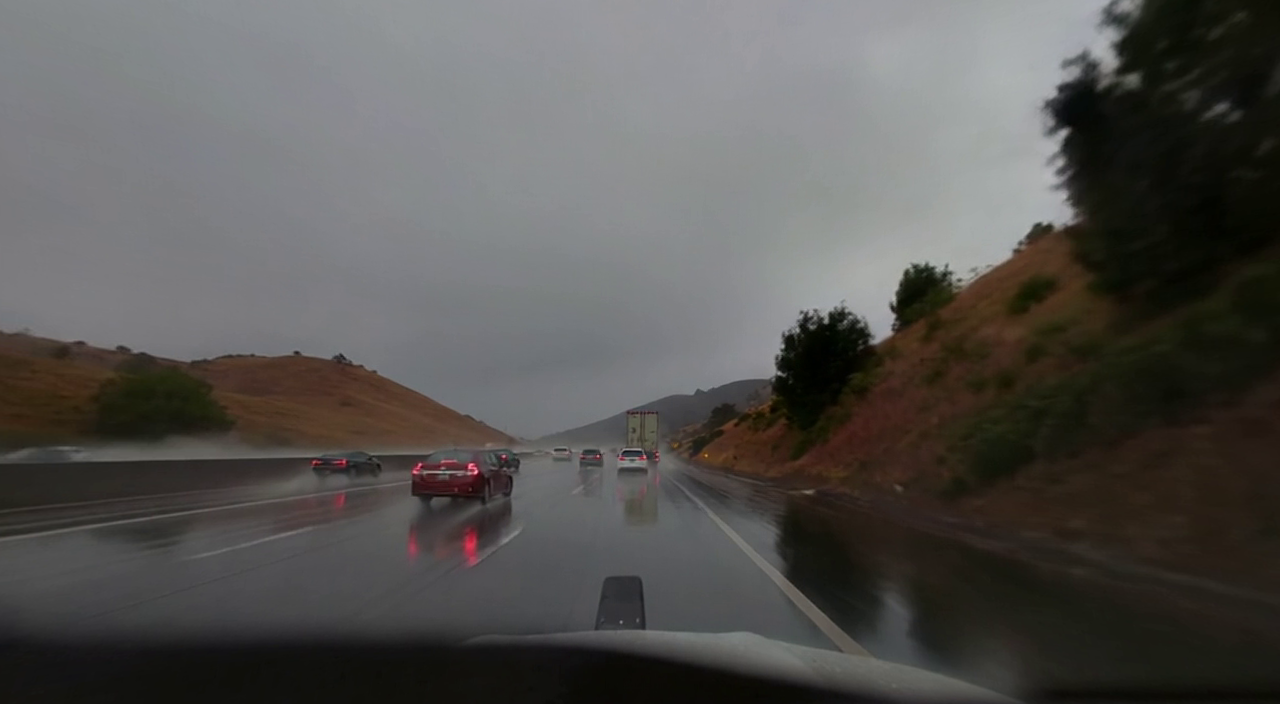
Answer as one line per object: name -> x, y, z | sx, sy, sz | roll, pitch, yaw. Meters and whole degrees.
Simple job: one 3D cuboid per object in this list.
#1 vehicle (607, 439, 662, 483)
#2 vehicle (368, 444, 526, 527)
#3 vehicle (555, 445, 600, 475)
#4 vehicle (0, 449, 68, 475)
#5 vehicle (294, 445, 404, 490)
vehicle -> -0.226, 4.805, 28.040 | 2.281, 1.795, 4.297 | 1, -9, 0
vehicle -> -3.940, 2.776, 13.795 | 1.943, 1.468, 4.547 | 0, -9, 1
vehicle -> -3.644, 6.378, 37.462 | 2.155, 1.661, 4.477 | 0, -9, 1
vehicle -> -38.504, 6.821, 39.305 | 1.747, 1.478, 4.071 | 1, -9, 0
vehicle -> -10.898, 4.321, 24.027 | 1.950, 1.507, 4.527 | 0, -9, 1
